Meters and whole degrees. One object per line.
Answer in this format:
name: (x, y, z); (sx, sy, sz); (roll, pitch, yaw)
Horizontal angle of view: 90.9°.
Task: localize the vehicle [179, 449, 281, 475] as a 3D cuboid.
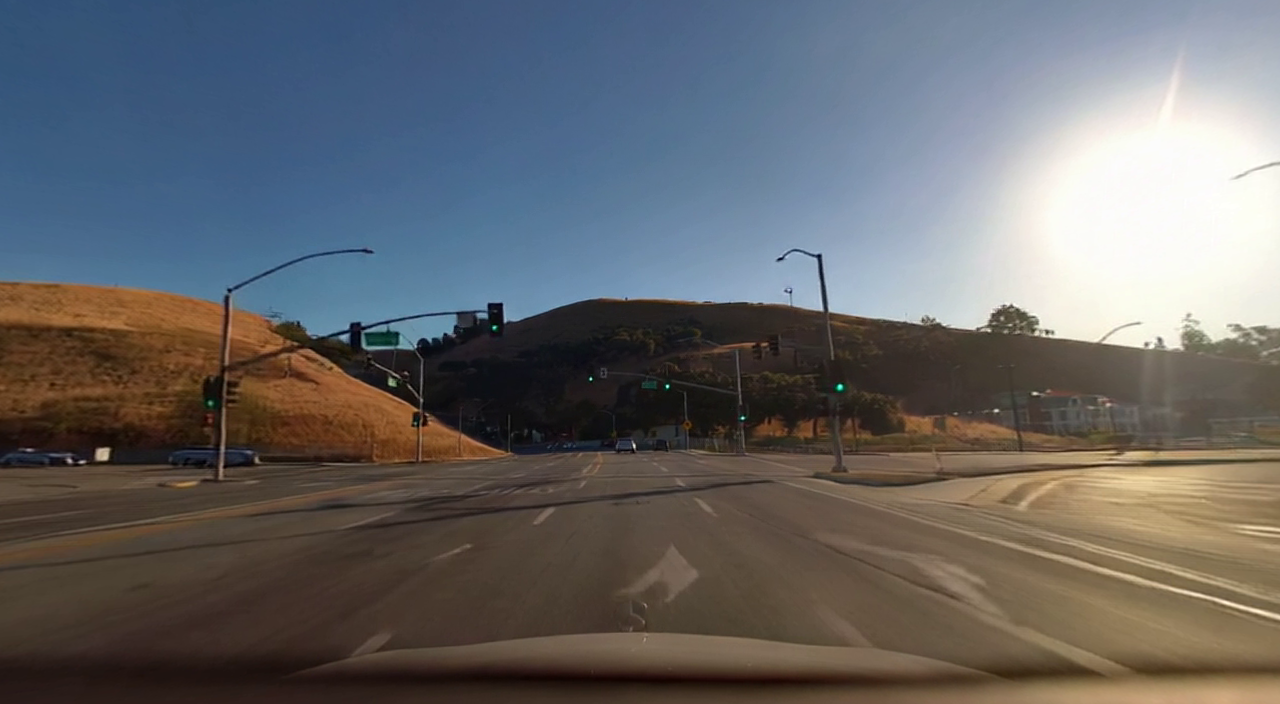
vehicle: (-23.344, 6.241, 35.950); (4.518, 1.423, 1.888); (0, -9, 3)
